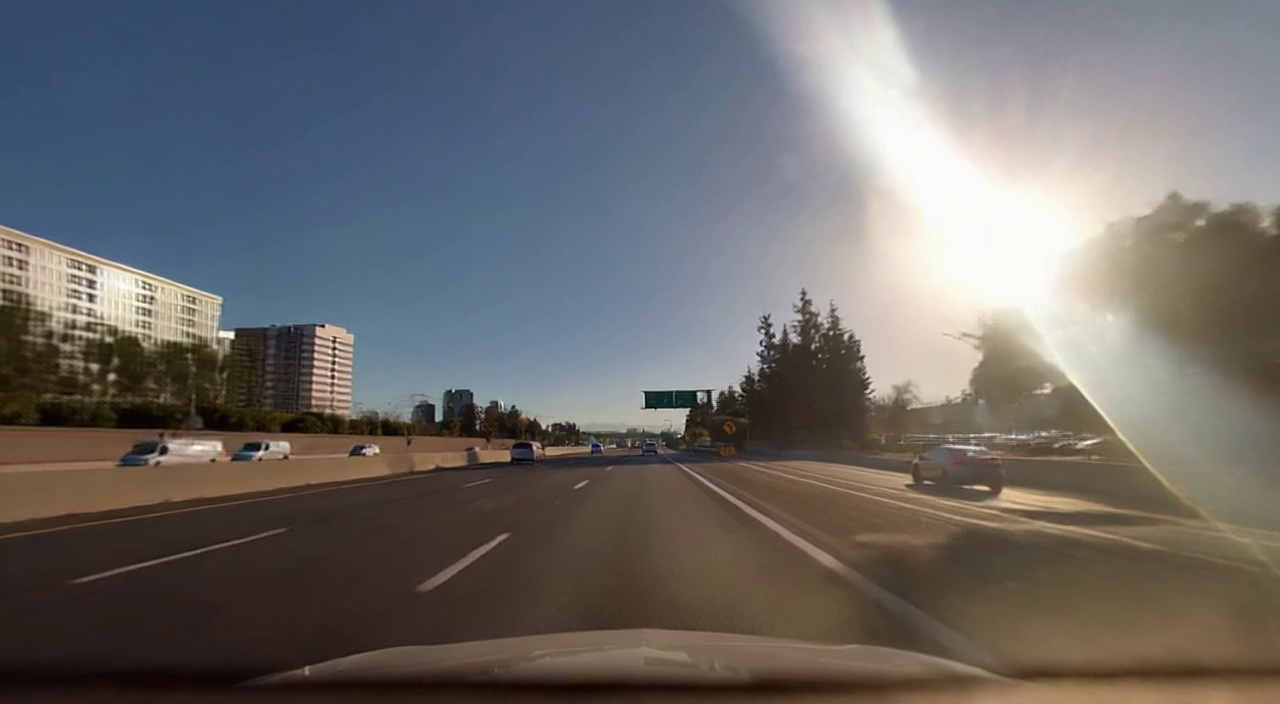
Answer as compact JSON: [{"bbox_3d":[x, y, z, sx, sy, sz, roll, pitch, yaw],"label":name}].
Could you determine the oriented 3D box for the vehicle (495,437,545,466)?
[{"bbox_3d":[-7.153,5.982,38.111,2.088,1.678,4.426,0,-8,1],"label":"vehicle"}]

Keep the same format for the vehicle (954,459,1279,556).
[{"bbox_3d":[19.259,5.933,26.513,3.122,2.437,15.553,1,-8,-5],"label":"vehicle"}]

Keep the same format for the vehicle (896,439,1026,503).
[{"bbox_3d":[18.236,6.726,36.587,3.007,3.318,7.486,1,-8,-5],"label":"vehicle"}]
